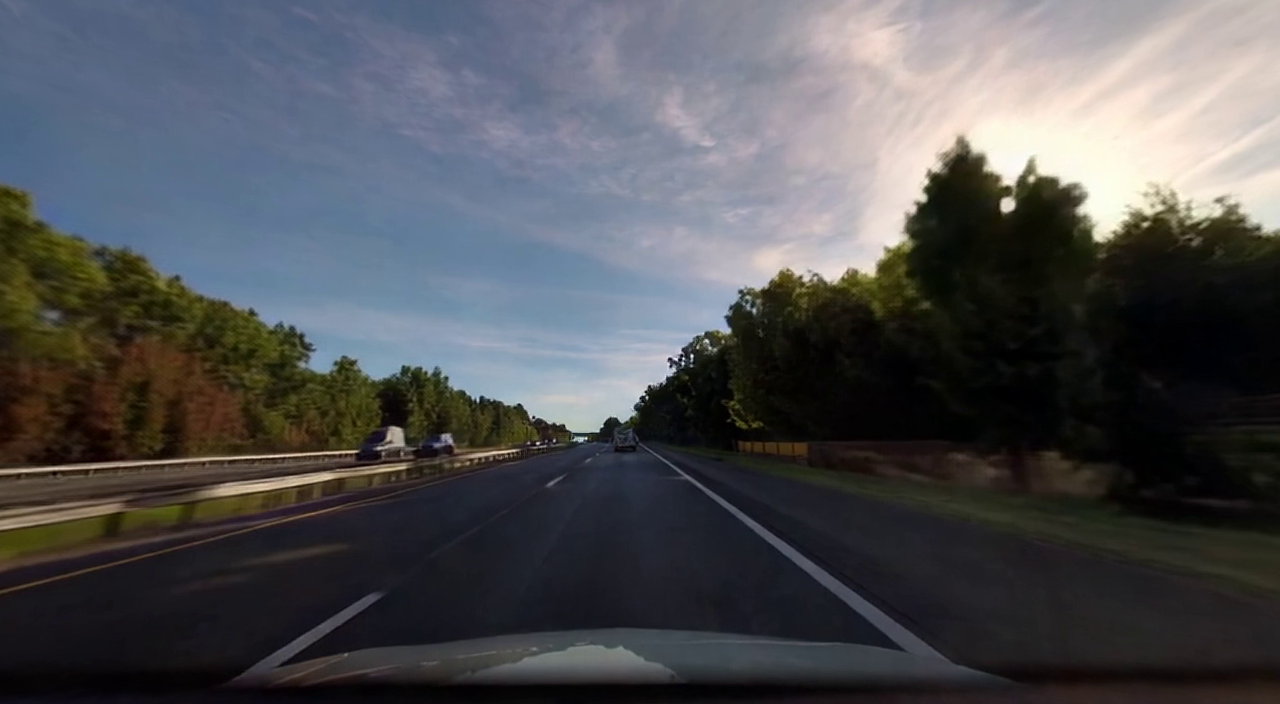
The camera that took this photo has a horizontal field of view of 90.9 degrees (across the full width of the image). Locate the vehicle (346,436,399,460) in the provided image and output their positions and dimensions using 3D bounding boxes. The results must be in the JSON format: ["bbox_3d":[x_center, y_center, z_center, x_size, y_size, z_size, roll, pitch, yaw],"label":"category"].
[{"bbox_3d":[-18.021,6.448,42.602,1.839,1.548,3.946,0,-8,0],"label":"vehicle"}]

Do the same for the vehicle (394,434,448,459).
[{"bbox_3d":[-13.442,5.792,38.878,1.929,1.469,3.985,0,-8,-1],"label":"vehicle"}]
